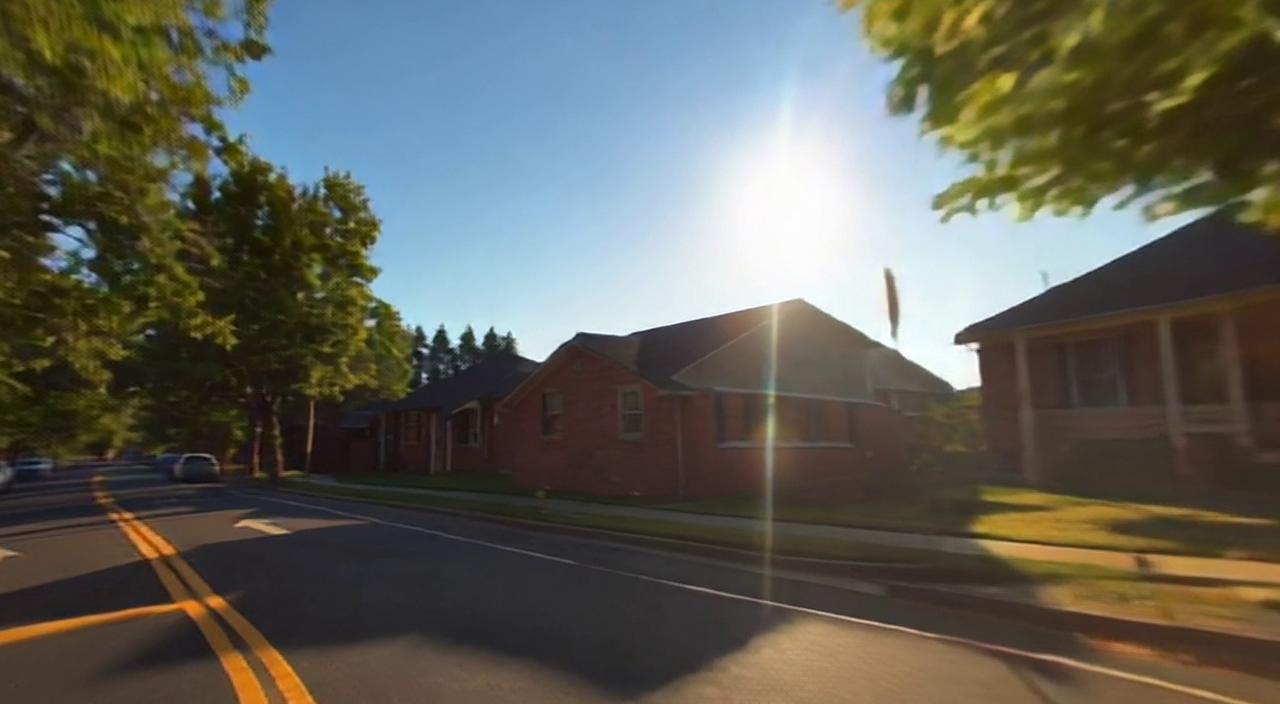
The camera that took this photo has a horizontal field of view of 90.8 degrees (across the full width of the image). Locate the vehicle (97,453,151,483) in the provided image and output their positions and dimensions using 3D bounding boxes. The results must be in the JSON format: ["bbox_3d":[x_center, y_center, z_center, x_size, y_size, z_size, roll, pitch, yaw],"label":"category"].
[{"bbox_3d":[-28.847,6.436,35.271,2.067,1.476,4.256,6,-10,-41],"label":"vehicle"}]

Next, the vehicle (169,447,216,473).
[{"bbox_3d":[-33.198,7.985,46.813,4.574,1.752,1.937,-8,-11,43],"label":"vehicle"}]
